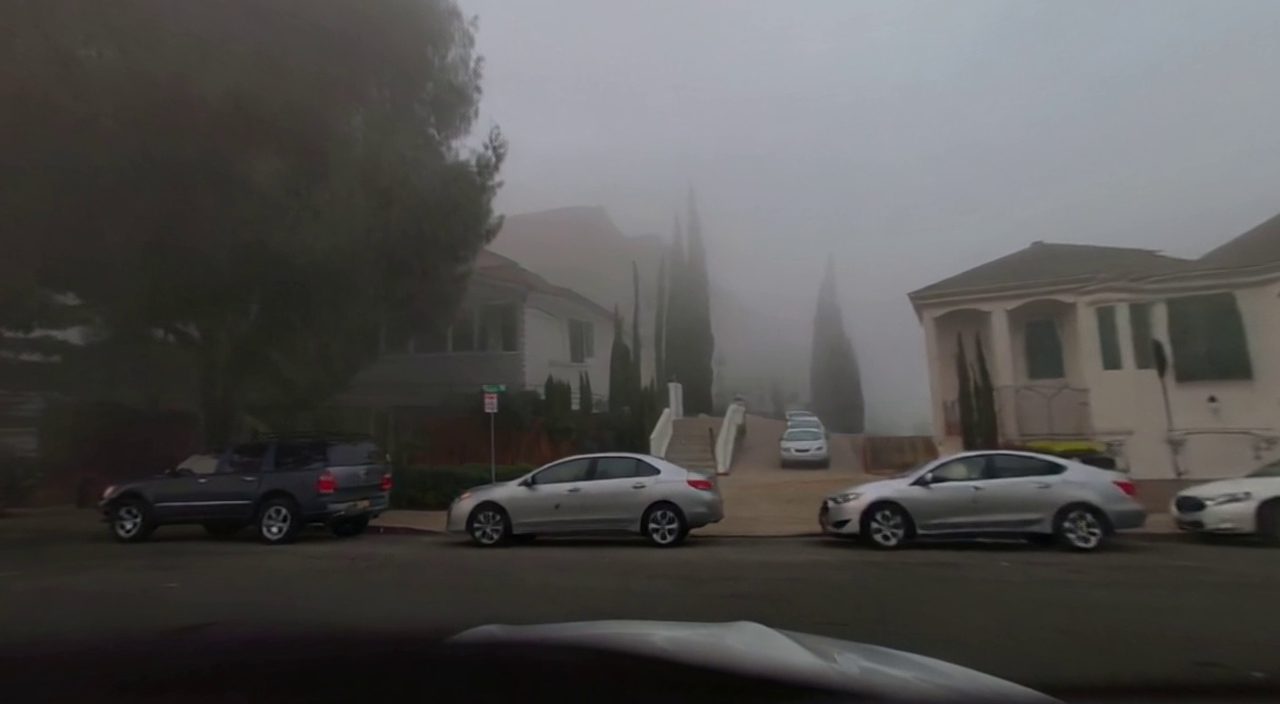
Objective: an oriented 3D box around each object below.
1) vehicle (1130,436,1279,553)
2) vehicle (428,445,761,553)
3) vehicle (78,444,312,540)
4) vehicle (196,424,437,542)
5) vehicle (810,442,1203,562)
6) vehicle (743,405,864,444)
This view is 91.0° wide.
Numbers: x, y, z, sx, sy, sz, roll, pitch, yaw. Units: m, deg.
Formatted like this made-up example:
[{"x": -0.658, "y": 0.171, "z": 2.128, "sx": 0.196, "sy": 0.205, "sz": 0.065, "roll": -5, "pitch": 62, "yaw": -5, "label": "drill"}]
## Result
[{"x": 10.173, "y": 1.987, "z": 8.923, "sx": 4.785, "sy": 1.471, "sz": 1.798, "roll": 0, "pitch": -8, "yaw": 4, "label": "vehicle"}, {"x": -0.627, "y": 2.311, "z": 10.388, "sx": 5.075, "sy": 1.436, "sz": 1.863, "roll": 0, "pitch": -8, "yaw": 8, "label": "vehicle"}, {"x": -9.120, "y": 2.823, "z": 13.429, "sx": 1.827, "sy": 1.648, "sz": 4.030, "roll": -1, "pitch": -8, "yaw": 4, "label": "vehicle"}, {"x": -6.299, "y": 2.542, "z": 13.079, "sx": 2.046, "sy": 1.969, "sz": 4.585, "roll": -2, "pitch": -8, "yaw": 9, "label": "vehicle"}, {"x": 5.051, "y": 2.110, "z": 9.387, "sx": 4.663, "sy": 1.452, "sz": 1.801, "roll": 0, "pitch": -8, "yaw": 9, "label": "vehicle"}, {"x": 6.579, "y": 2.972, "z": 25.795, "sx": 4.565, "sy": 1.479, "sz": 1.775, "roll": 0, "pitch": -8, "yaw": 7, "label": "vehicle"}]
